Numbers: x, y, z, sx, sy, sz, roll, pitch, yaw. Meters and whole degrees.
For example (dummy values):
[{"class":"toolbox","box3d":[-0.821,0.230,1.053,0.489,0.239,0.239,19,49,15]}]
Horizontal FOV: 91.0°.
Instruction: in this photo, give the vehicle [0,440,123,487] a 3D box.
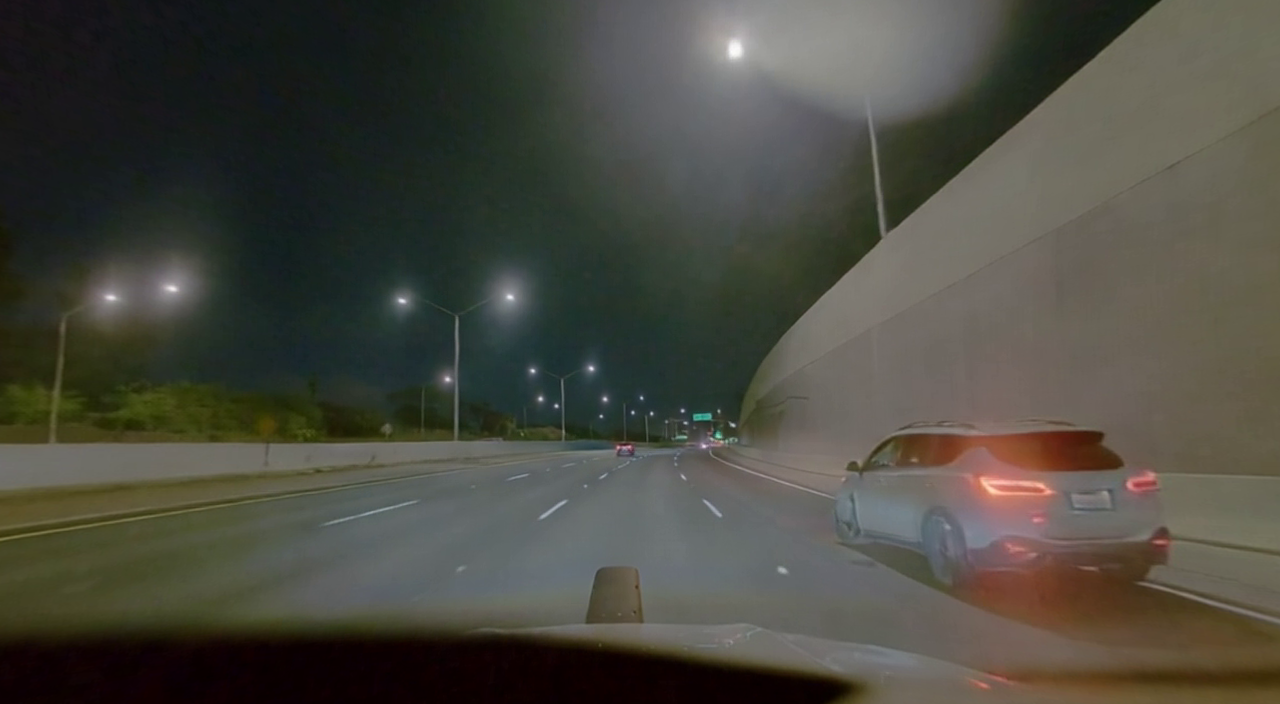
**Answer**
[{"class":"vehicle","box3d":[-19.400,3.633,20.845,1.536,1.392,3.513,0,-8,0]}]

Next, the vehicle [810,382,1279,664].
[{"class":"vehicle","box3d":[3.318,1.357,6.064,2.090,1.715,4.228,0,-8,-1]}]
